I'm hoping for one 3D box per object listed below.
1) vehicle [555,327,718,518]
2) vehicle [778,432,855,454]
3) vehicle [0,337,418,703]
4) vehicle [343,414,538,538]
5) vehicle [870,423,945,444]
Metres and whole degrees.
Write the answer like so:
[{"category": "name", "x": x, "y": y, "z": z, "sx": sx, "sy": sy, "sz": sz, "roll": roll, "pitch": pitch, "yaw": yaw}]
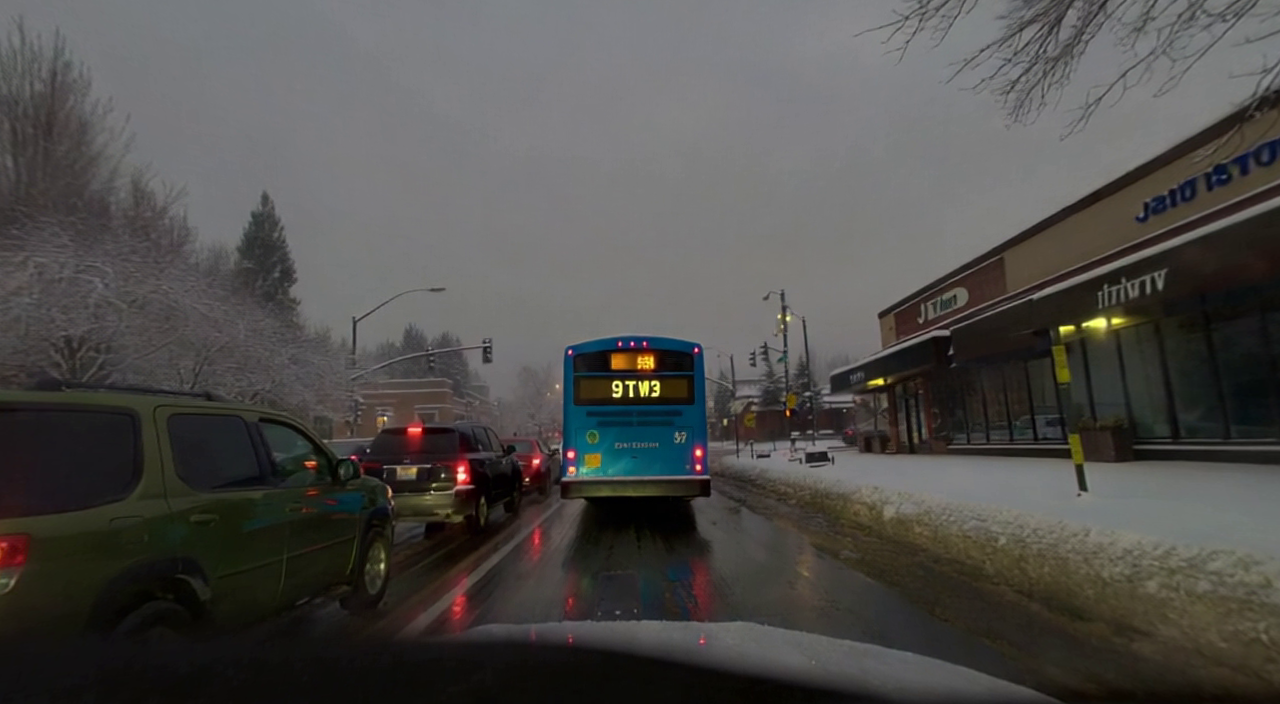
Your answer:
[{"category": "vehicle", "x": -0.292, "y": 1.990, "z": 16.531, "sx": 2.938, "sy": 3.468, "sz": 9.972, "roll": 0, "pitch": -8, "yaw": -3}, {"category": "vehicle", "x": 11.977, "y": 6.207, "z": 43.059, "sx": 4.774, "sy": 1.492, "sz": 1.802, "roll": -1, "pitch": -9, "yaw": 7}, {"category": "vehicle", "x": -3.208, "y": 1.091, "z": 3.984, "sx": 2.020, "sy": 1.725, "sz": 4.384, "roll": 0, "pitch": -8, "yaw": 0}, {"category": "vehicle", "x": -3.343, "y": 2.196, "z": 11.779, "sx": 2.096, "sy": 1.828, "sz": 4.669, "roll": 0, "pitch": -8, "yaw": 0}, {"category": "vehicle", "x": 19.940, "y": 6.095, "z": 47.198, "sx": 4.827, "sy": 1.555, "sz": 1.863, "roll": 1, "pitch": -9, "yaw": -6}]
